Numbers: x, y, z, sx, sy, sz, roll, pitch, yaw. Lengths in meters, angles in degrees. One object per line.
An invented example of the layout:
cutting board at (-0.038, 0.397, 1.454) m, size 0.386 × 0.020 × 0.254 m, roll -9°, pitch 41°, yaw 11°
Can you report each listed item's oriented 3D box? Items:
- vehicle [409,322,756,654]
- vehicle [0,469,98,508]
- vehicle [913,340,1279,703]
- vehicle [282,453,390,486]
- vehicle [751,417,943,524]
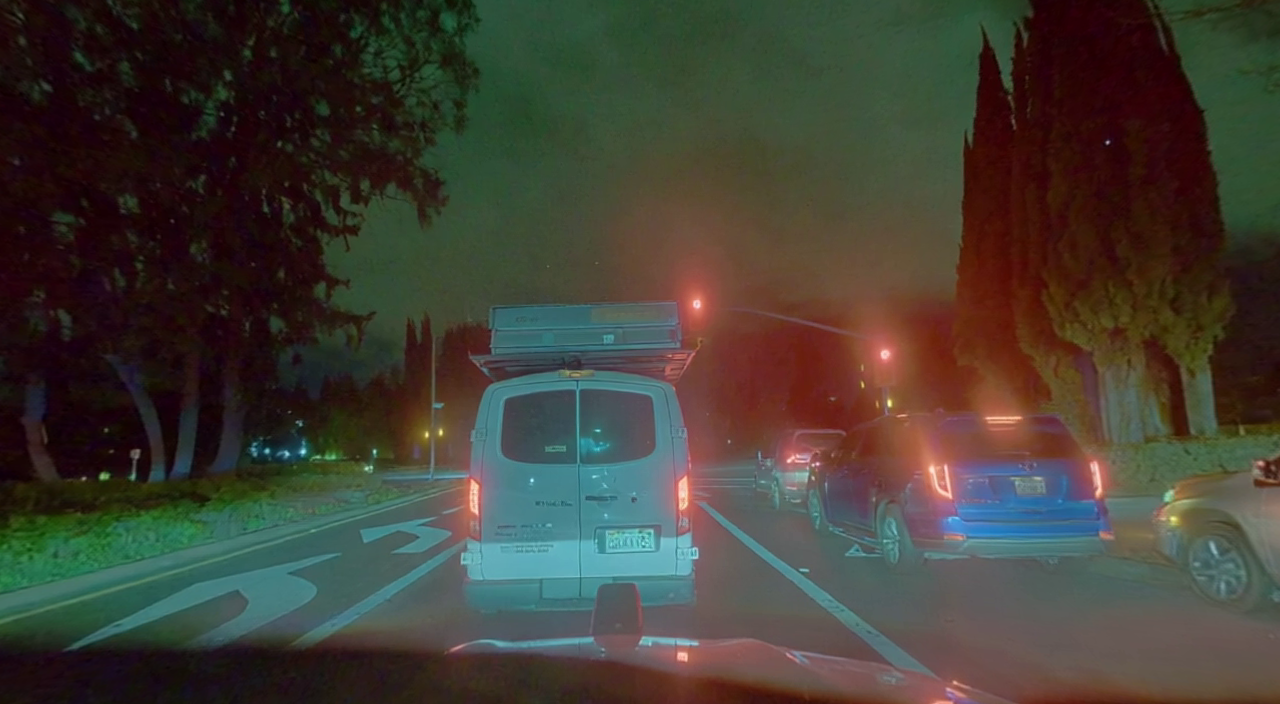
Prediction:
vehicle at (-0.358, 1.153, 6.184) m, size 2.145 × 2.089 × 4.309 m, roll 0°, pitch -9°, yaw 0°
vehicle at (-27.733, 6.140, 28.572) m, size 4.501 × 1.613 × 1.852 m, roll 1°, pitch -9°, yaw -4°
vehicle at (3.467, 0.932, 3.399) m, size 1.965 × 1.671 × 4.146 m, roll 0°, pitch -9°, yaw -3°
vehicle at (-15.177, 5.863, 31.798) m, size 4.708 × 1.474 × 1.871 m, roll 4°, pitch -9°, yaw -23°
vehicle at (3.701, 2.217, 12.288) m, size 2.024 × 1.692 × 4.252 m, roll 1°, pitch -9°, yaw -4°
